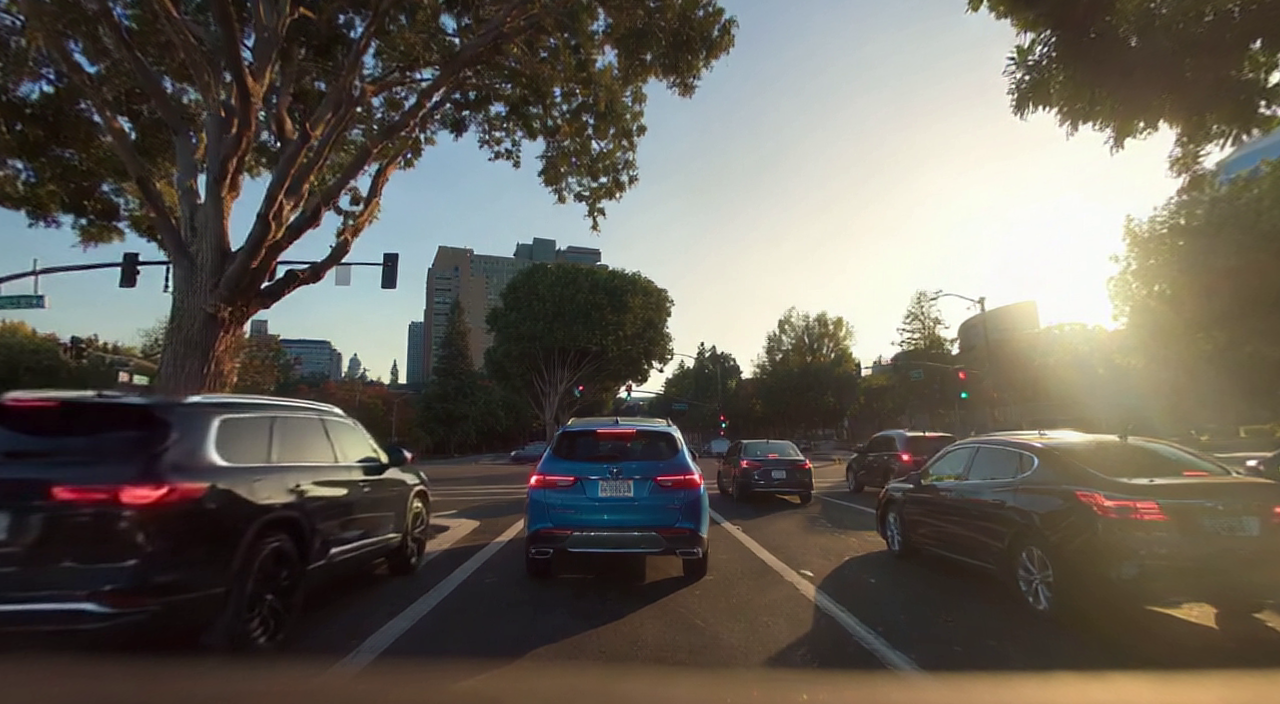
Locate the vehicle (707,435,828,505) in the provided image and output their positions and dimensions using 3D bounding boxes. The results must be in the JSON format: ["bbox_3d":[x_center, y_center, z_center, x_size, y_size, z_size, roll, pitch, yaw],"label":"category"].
[{"bbox_3d":[2.987,2.857,15.774,1.950,1.506,4.086,0,-8,-3],"label":"vehicle"}]

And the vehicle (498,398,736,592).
[{"bbox_3d":[-0.268,1.550,7.624,2.101,1.707,3.904,0,-8,-2],"label":"vehicle"}]

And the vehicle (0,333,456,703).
[{"bbox_3d":[-3.303,1.169,5.090,2.186,1.794,4.972,0,-8,-1],"label":"vehicle"}]

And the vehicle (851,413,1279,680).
[{"bbox_3d":[3.627,1.397,5.709,1.861,1.478,4.185,0,-8,-2],"label":"vehicle"}]
